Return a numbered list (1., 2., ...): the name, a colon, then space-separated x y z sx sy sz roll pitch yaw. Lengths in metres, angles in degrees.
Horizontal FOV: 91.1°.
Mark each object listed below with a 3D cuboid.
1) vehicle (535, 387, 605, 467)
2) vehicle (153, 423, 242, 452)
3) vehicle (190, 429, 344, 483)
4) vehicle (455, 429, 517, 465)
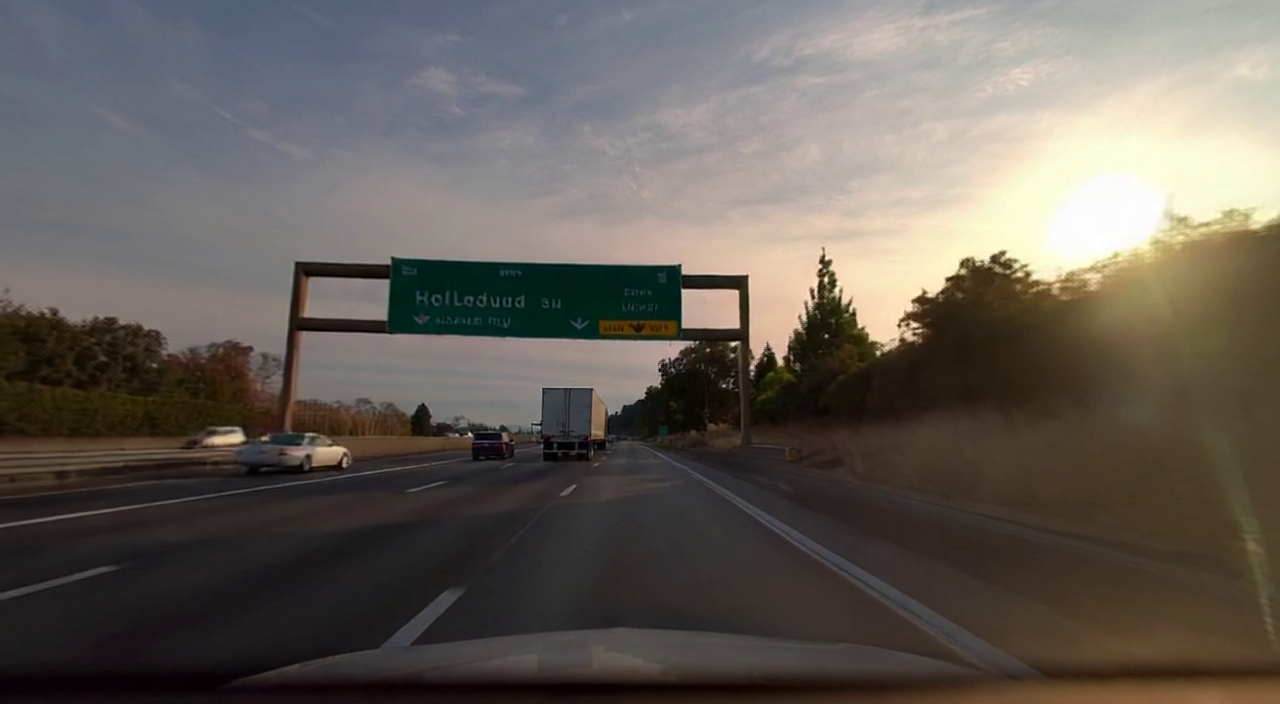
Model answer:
1. vehicle: -3.851 4.625 37.812 3.002 3.987 12.477 0 -8 -1
2. vehicle: -23.765 4.623 33.936 1.811 1.470 4.155 0 -8 -1
3. vehicle: -11.292 3.162 19.520 1.959 1.460 4.661 0 -8 0
4. vehicle: -7.820 4.856 32.383 2.075 1.691 4.431 0 -8 0
